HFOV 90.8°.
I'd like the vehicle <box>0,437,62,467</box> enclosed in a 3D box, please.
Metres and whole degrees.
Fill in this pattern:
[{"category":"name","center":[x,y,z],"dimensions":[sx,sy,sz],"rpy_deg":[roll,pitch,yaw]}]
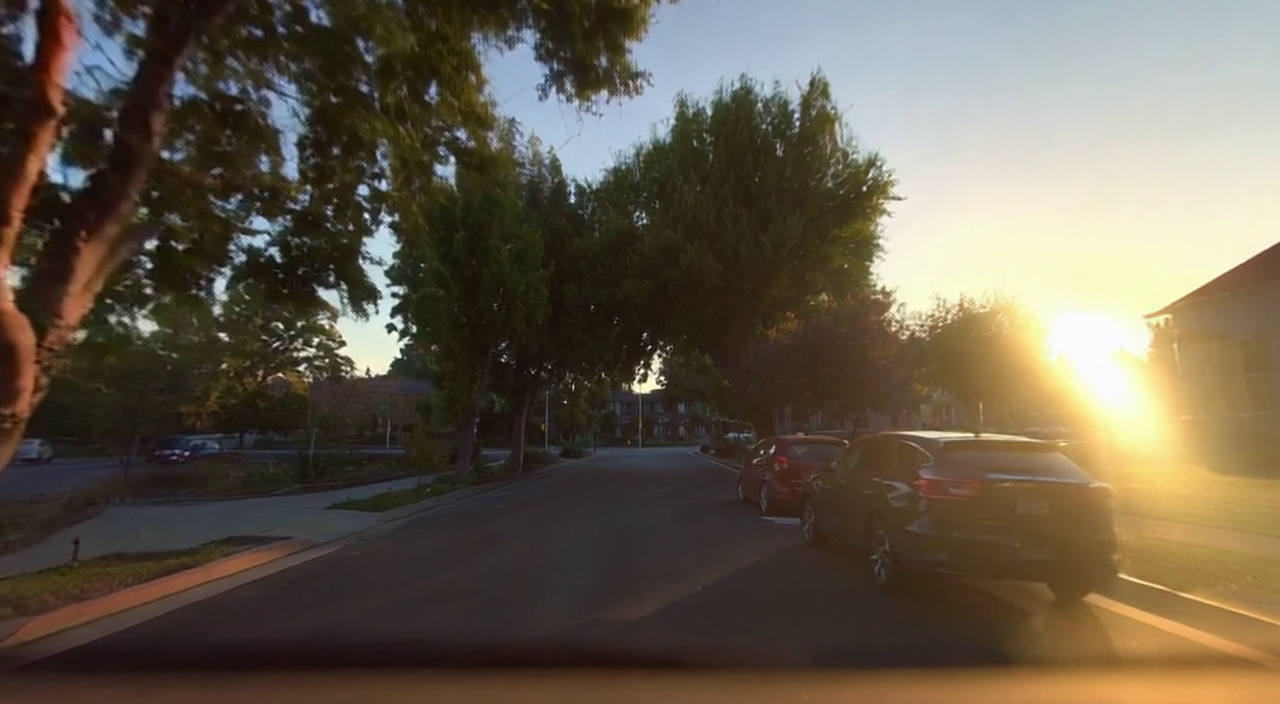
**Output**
[{"category":"vehicle","center":[-37.152,6.016,38.163],"dimensions":[4.157,1.687,2.419],"rpy_deg":[-6,-11,37]}]

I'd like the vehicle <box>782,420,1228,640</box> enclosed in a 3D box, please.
[{"category":"vehicle","center":[3.088,1.592,6.802],"dimensions":[2.064,1.532,4.596],"rpy_deg":[0,-8,0]}]
